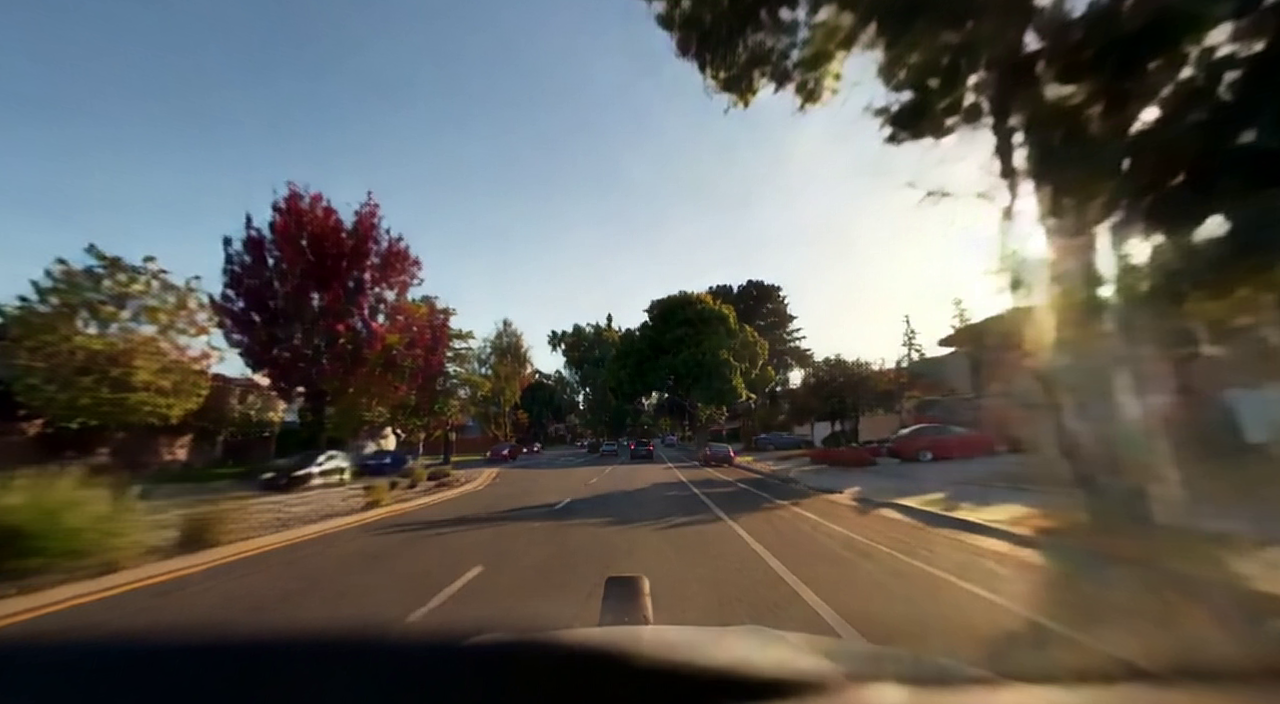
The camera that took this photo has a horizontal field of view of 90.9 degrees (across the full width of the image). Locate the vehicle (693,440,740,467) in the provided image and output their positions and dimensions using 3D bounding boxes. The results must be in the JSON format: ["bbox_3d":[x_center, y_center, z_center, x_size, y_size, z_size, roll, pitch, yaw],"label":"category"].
[{"bbox_3d":[4.375,5.879,36.733,2.080,1.469,4.898,0,-8,-1],"label":"vehicle"}]

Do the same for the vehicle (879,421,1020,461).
[{"bbox_3d":[12.661,3.678,26.041,4.720,1.535,2.079,0,-9,3],"label":"vehicle"}]

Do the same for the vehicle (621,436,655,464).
[{"bbox_3d":[-0.123,6.242,40.262,2.024,1.655,4.301,0,-8,0],"label":"vehicle"}]

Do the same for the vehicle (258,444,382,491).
[{"bbox_3d":[-11.460,4.125,23.056,2.003,1.457,4.762,-2,-8,1],"label":"vehicle"}]
